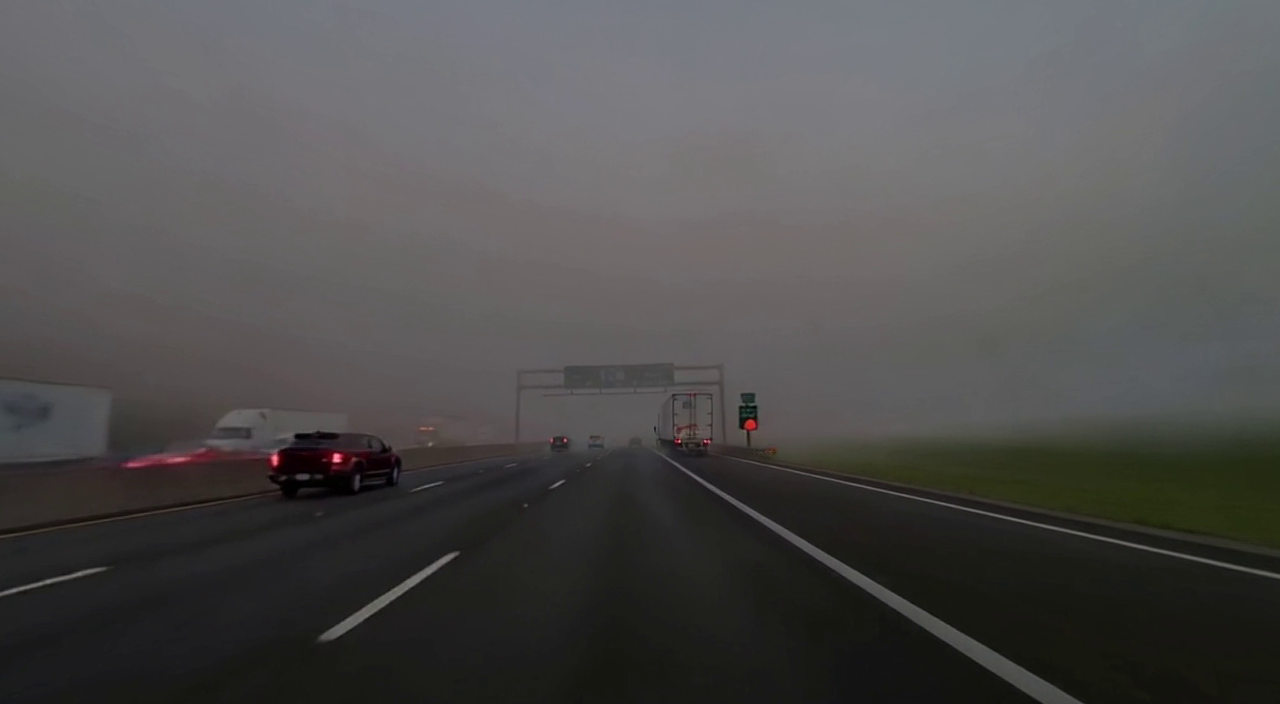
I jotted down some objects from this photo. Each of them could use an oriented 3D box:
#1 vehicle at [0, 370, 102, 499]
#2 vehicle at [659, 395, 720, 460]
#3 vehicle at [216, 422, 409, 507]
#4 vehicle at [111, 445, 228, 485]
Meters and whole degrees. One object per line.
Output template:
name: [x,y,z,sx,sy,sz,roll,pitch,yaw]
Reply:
vehicle: [-22.814,2.172,16.640,2.966,4.248,16.476,0,-8,-1]
vehicle: [2.980,5.102,42.086,2.760,3.710,12.230,0,-7,-2]
vehicle: [-7.295,2.521,14.737,2.076,1.636,4.597,0,-8,0]
vehicle: [-19.041,4.565,25.734,1.711,1.434,3.997,0,-8,-1]
